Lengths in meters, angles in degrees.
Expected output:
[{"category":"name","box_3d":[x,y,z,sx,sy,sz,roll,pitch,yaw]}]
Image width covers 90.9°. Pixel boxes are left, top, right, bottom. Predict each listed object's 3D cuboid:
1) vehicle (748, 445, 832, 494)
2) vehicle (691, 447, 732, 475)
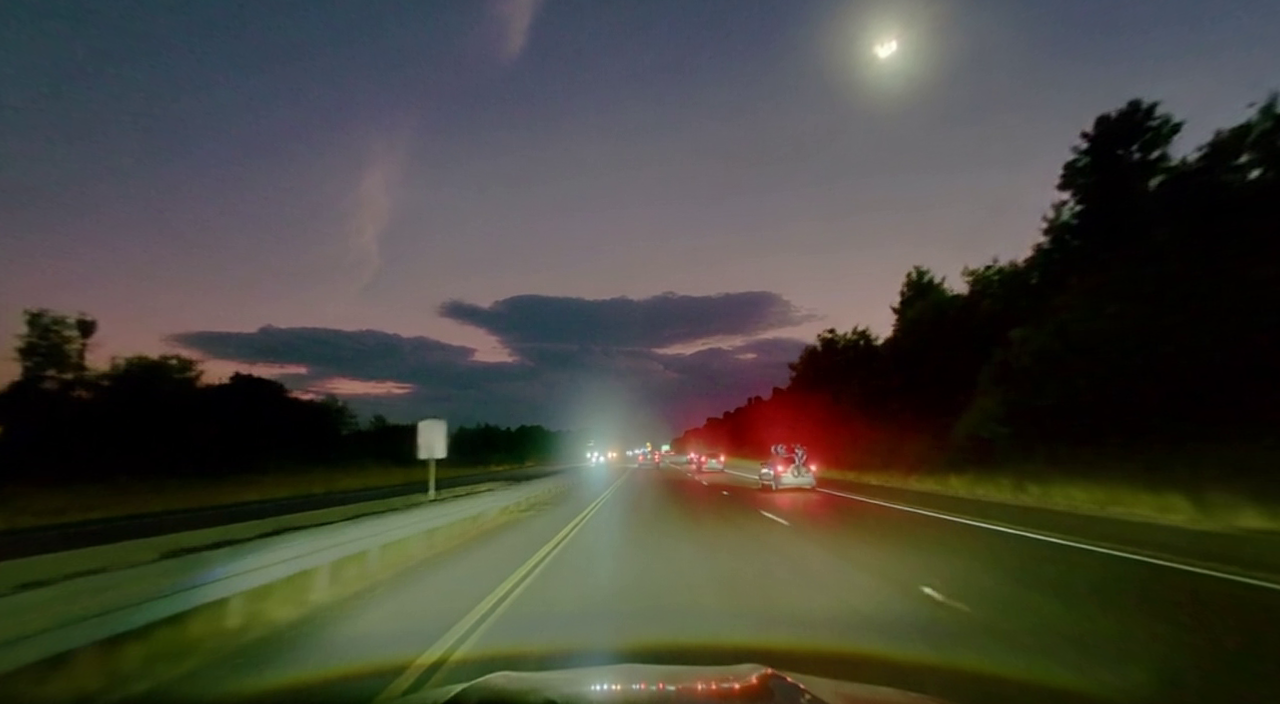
[{"category":"vehicle","box_3d":[5.125,4.066,22.081,1.964,1.513,3.707,0,-9,-1]},{"category":"vehicle","box_3d":[4.563,7.063,40.992,2.122,1.662,4.392,0,-9,0]}]
